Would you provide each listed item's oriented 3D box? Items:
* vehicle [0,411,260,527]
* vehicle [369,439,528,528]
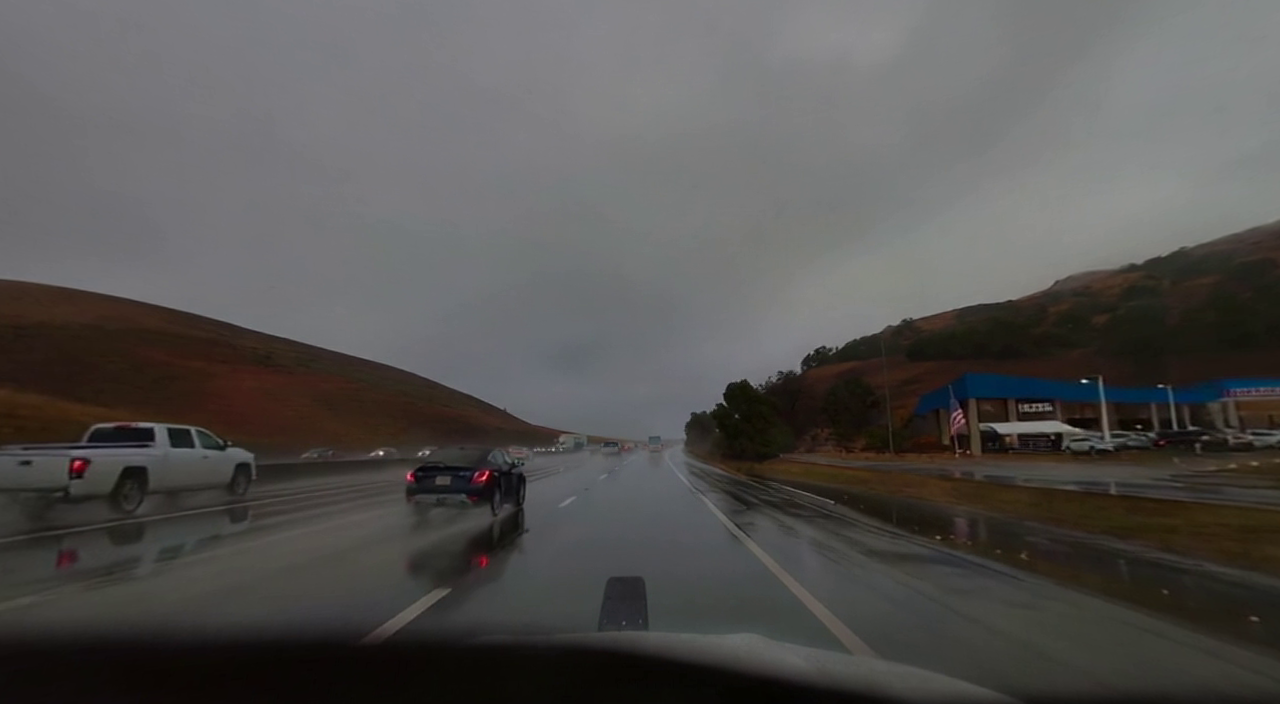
[{"bbox_3d":[-11.101,2.402,13.596,2.284,1.966,5.406,-1,-8,2],"label":"vehicle"},{"bbox_3d":[-3.653,2.552,12.907,1.896,1.491,4.146,0,-8,1],"label":"vehicle"}]
